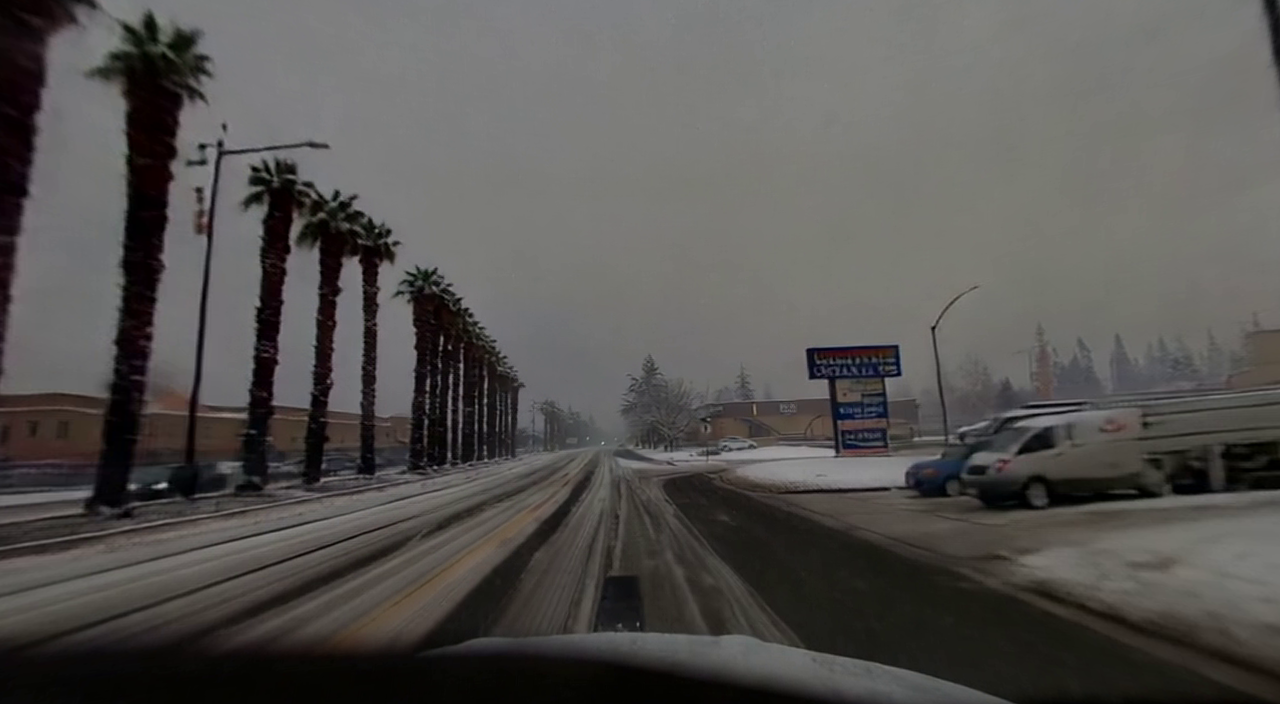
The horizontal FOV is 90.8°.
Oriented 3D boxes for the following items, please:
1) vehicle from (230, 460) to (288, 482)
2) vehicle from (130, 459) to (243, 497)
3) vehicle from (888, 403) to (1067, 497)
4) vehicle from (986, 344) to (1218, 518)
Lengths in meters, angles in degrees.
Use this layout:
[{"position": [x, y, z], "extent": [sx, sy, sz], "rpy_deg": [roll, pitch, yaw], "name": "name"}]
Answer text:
[{"position": [-28.868, 9.044, 48.068], "extent": [1.807, 1.446, 4.605], "rpy_deg": [0, -8, -4], "name": "vehicle"}, {"position": [-21.386, 5.908, 30.084], "extent": [1.970, 1.511, 4.836], "rpy_deg": [0, -8, -3], "name": "vehicle"}, {"position": [8.778, 2.480, 16.225], "extent": [5.154, 2.026, 2.257], "rpy_deg": [7, -11, -41], "name": "vehicle"}, {"position": [9.908, 1.698, 13.334], "extent": [5.942, 2.851, 2.531], "rpy_deg": [7, -11, -42], "name": "vehicle"}]
